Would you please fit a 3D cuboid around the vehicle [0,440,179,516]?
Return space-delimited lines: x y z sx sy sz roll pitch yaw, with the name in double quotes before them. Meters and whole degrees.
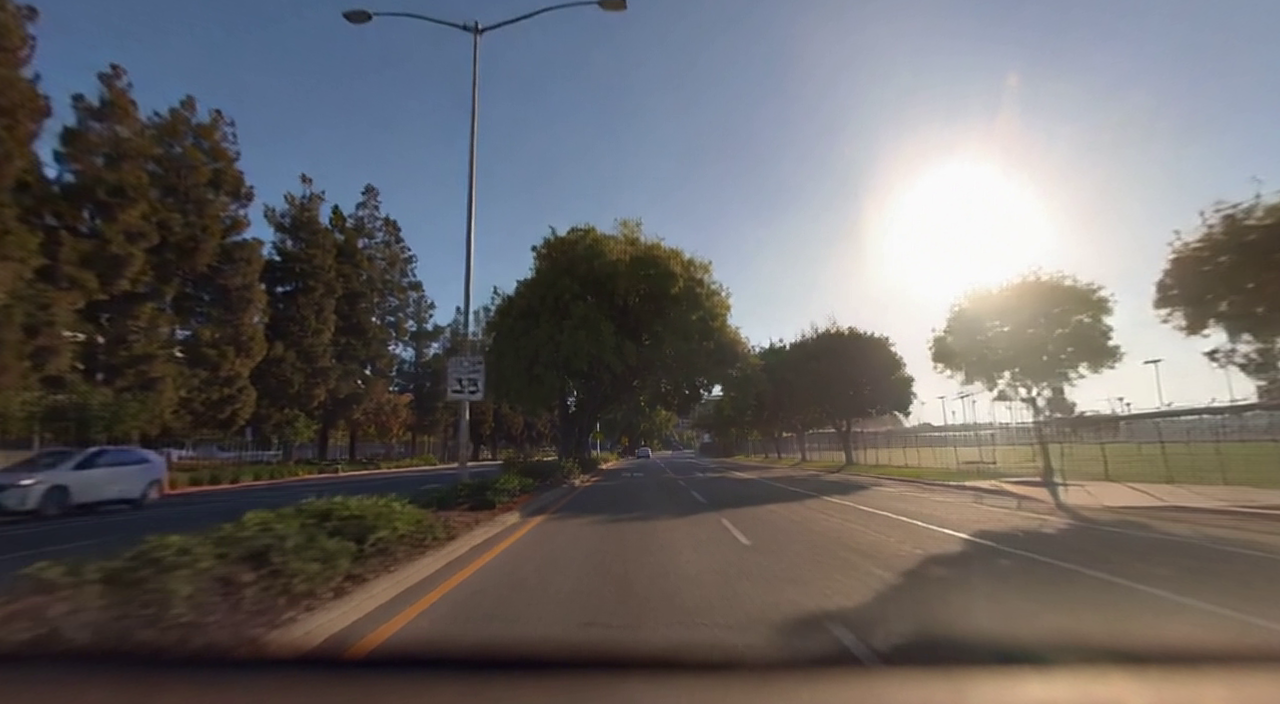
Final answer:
"vehicle" -16.531 3.593 18.499 2.511 1.881 4.658 -2 -8 0
